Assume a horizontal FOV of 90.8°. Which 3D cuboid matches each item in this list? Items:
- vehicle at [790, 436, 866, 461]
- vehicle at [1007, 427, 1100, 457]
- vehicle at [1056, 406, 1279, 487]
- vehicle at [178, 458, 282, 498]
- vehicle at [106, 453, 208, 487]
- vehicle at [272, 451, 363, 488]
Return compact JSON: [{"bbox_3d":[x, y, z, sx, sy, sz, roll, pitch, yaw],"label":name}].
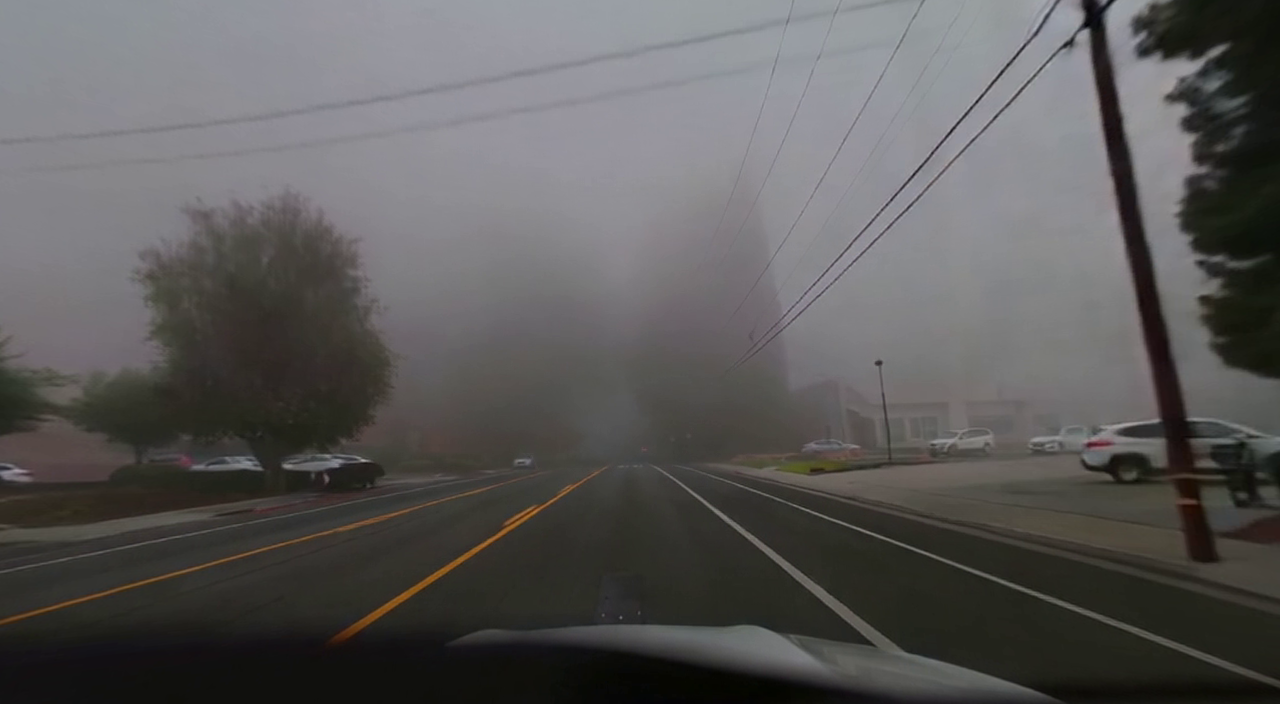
[{"bbox_3d":[12.815,6.588,43.084,4.554,1.668,1.974,-5,-10,28],"label":"vehicle"},{"bbox_3d":[22.332,4.832,34.103,4.750,1.505,1.928,3,-9,-26],"label":"vehicle"},{"bbox_3d":[12.715,2.214,14.790,4.632,1.701,1.975,-4,-10,26],"label":"vehicle"},{"bbox_3d":[-17.343,5.265,26.679,4.708,1.472,1.994,-6,-11,35],"label":"vehicle"},{"bbox_3d":[-27.686,6.755,36.447,4.417,1.747,1.954,5,-10,-33],"label":"vehicle"},{"bbox_3d":[-16.560,5.960,32.402,4.311,1.746,1.984,-5,-10,29],"label":"vehicle"}]
